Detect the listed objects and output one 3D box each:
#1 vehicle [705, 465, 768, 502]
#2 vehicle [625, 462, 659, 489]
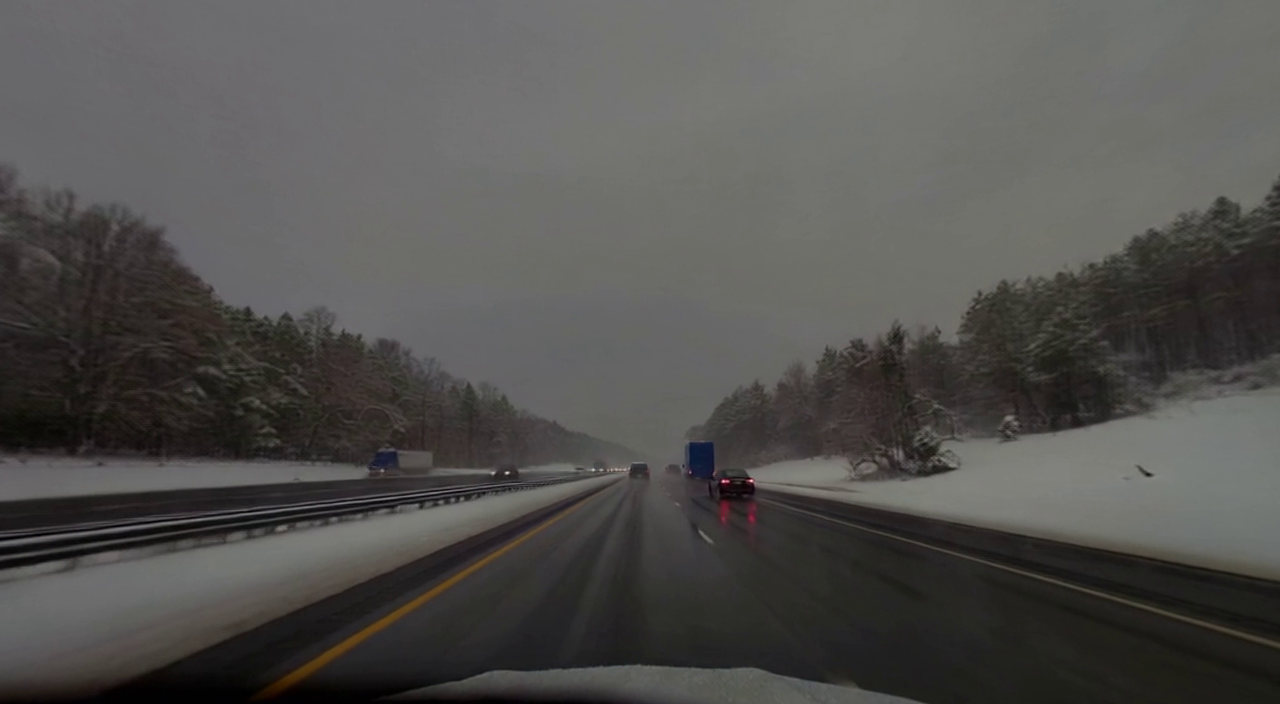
[{"bbox_3d":[4.367,6.057,29.343,2.073,1.532,4.969,1,-10,-1],"label":"vehicle"},{"bbox_3d":[0.155,8.509,43.483,2.212,1.717,4.452,0,-10,1],"label":"vehicle"}]
